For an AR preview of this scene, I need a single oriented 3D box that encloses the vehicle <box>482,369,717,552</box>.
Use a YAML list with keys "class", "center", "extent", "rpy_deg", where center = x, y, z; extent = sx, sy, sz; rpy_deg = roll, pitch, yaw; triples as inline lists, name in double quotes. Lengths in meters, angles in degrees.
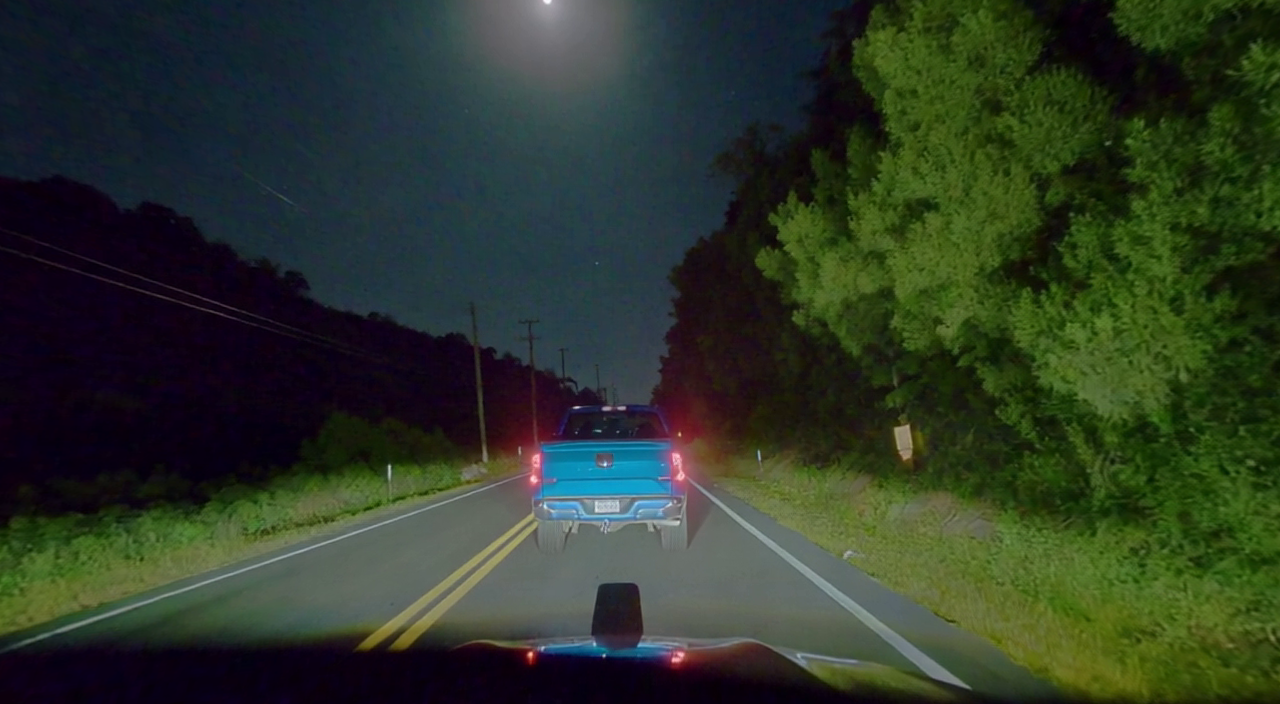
- class: "vehicle"
  center: [-0.533, 1.748, 10.720]
  extent: [2.837, 2.223, 5.885]
  rpy_deg: [0, -8, -1]
